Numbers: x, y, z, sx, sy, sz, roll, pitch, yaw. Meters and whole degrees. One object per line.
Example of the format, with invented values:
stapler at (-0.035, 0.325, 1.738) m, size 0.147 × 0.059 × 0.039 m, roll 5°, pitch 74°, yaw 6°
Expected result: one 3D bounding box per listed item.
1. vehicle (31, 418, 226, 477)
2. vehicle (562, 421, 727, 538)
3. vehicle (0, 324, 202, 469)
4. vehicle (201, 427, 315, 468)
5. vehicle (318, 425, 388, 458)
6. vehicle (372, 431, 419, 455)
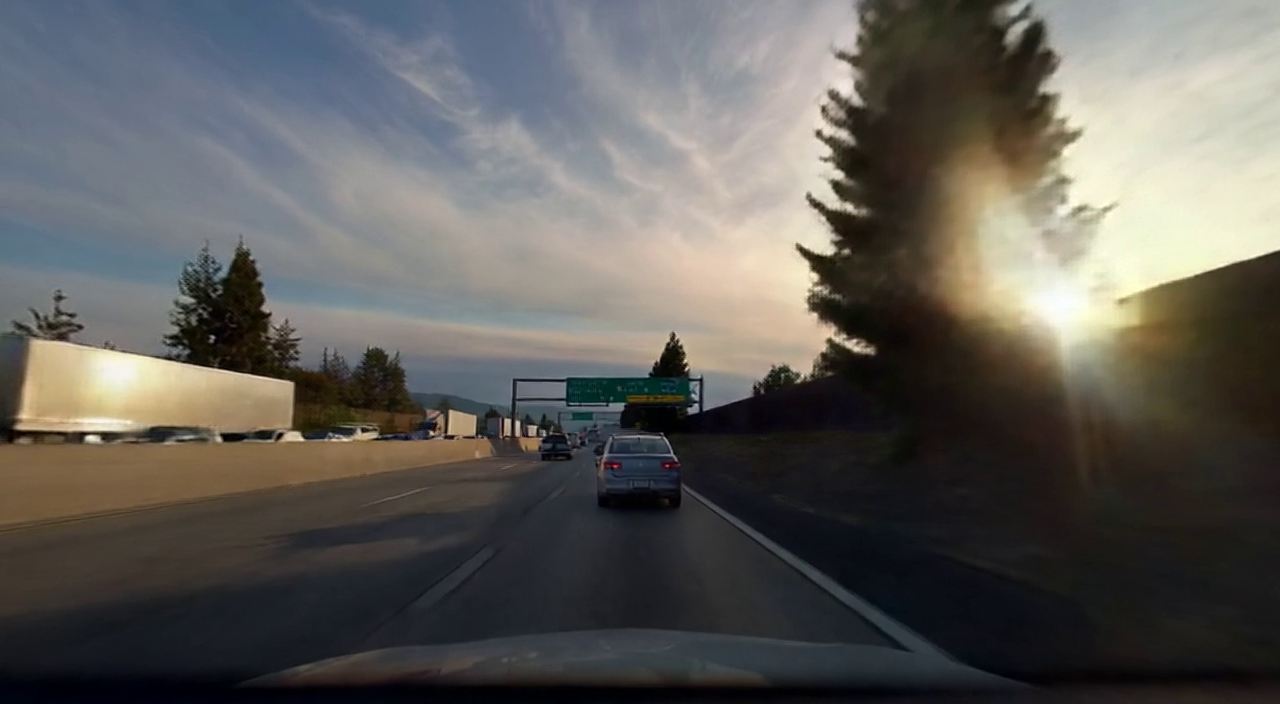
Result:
vehicle at (-14.629, 2.776, 18.451) m, size 1.921 × 1.507 × 4.664 m, roll 0°, pitch -8°, yaw -2°
vehicle at (-0.022, 1.956, 10.372) m, size 2.127 × 1.497 × 4.445 m, roll 0°, pitch -8°, yaw -2°
vehicle at (-18.831, 1.576, 19.557) m, size 3.032 × 3.845 × 10.740 m, roll 0°, pitch -8°, yaw -3°
vehicle at (-15.092, 3.793, 25.167) m, size 1.903 × 1.473 × 4.391 m, roll 0°, pitch -8°, yaw -2°
vehicle at (-15.475, 4.857, 34.199) m, size 1.895 × 1.683 × 4.224 m, roll 0°, pitch -8°, yaw -2°
vehicle at (-16.118, 6.008, 41.615) m, size 1.773 × 1.481 × 3.722 m, roll 0°, pitch -8°, yaw -2°
